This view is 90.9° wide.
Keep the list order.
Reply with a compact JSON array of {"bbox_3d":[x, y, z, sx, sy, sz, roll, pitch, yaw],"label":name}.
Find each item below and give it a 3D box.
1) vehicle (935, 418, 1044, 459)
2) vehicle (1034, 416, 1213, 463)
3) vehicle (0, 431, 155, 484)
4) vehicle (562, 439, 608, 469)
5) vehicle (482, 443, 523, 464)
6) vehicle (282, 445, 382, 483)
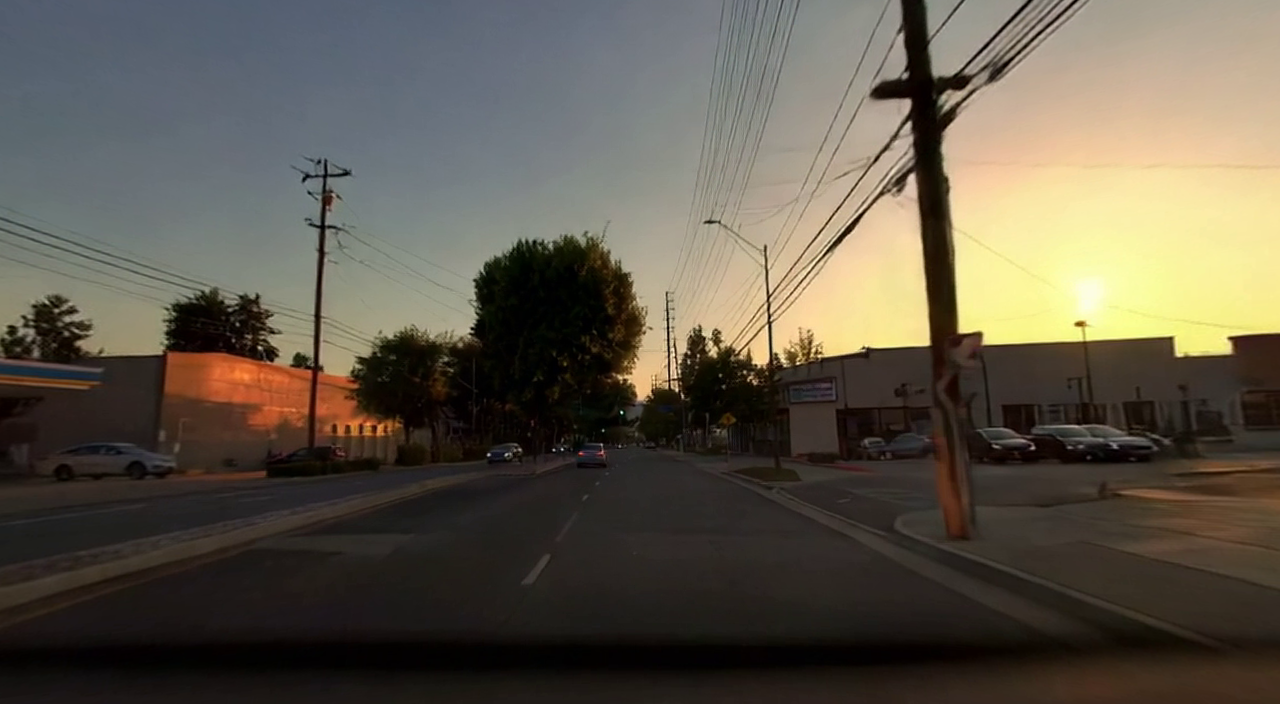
[{"bbox_3d":[18.347,4.522,33.412,2.020,1.972,4.983,3,-7,-16],"label":"vehicle"},{"bbox_3d":[17.816,3.250,23.434,4.943,1.646,2.072,0,-8,-1],"label":"vehicle"},{"bbox_3d":[-23.144,4.316,25.936,4.657,1.806,2.132,-3,-8,-1],"label":"vehicle"},{"bbox_3d":[-2.894,5.472,34.035,2.073,1.525,3.968,0,-8,0],"label":"vehicle"},{"bbox_3d":[-10.398,7.648,47.945,2.021,1.480,4.800,0,-8,1],"label":"vehicle"},{"bbox_3d":[-13.866,5.041,28.761,2.091,1.538,4.451,-1,-8,3],"label":"vehicle"}]
